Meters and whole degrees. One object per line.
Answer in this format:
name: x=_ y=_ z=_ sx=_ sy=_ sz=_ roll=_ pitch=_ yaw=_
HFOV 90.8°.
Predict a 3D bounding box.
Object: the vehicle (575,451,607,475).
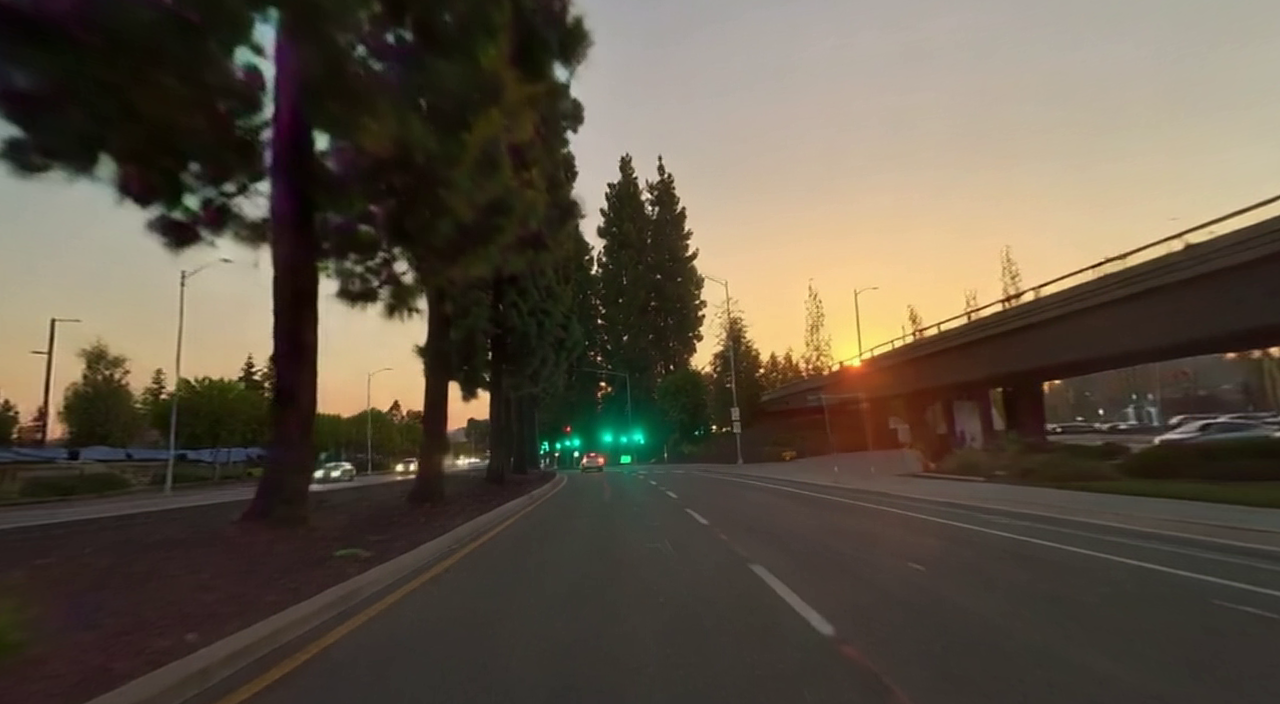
vehicle: x=-3.857 y=8.558 z=48.887 sx=2.184 sy=1.713 sz=4.231 roll=1 pitch=-9 yaw=-8
